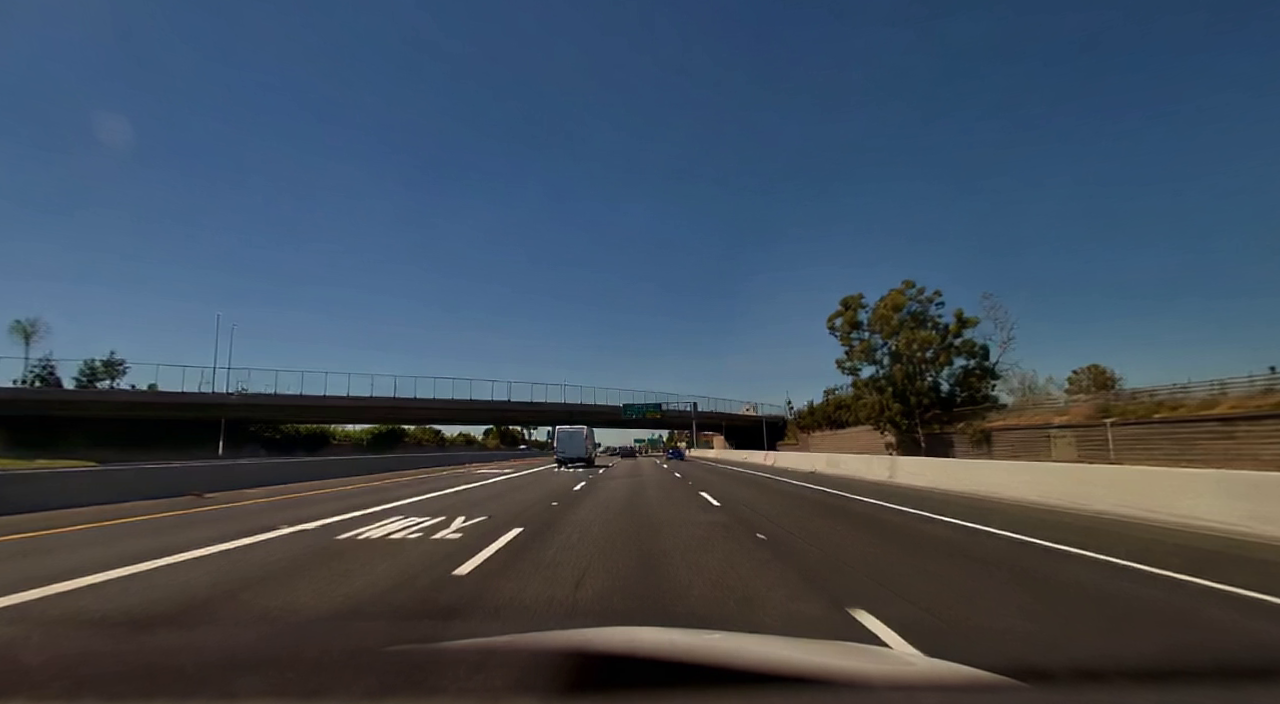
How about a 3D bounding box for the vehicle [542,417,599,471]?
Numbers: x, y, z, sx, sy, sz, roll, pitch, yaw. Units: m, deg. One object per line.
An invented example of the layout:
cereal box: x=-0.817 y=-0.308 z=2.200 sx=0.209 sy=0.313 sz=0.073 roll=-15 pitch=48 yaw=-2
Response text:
vehicle: x=-4.085 y=5.637 z=38.569 sx=2.881 sy=2.937 sz=7.045 roll=0 pitch=-9 yaw=-2
